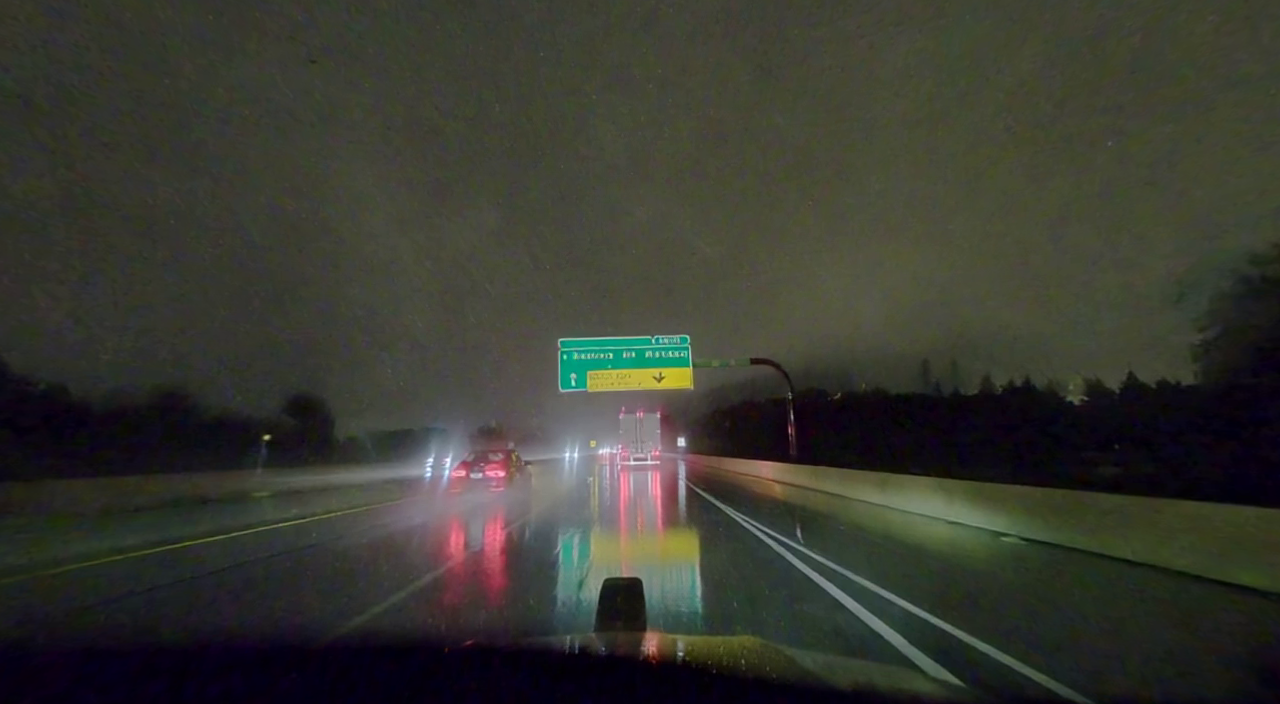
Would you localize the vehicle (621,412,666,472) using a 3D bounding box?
[{"bbox_3d":[0.123,6.467,45.117,2.864,3.805,9.500,0,-9,-1],"label":"vehicle"}]

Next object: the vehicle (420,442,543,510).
[{"bbox_3d":[-3.969,3.185,16.670,2.053,1.523,4.450,0,-9,0],"label":"vehicle"}]
